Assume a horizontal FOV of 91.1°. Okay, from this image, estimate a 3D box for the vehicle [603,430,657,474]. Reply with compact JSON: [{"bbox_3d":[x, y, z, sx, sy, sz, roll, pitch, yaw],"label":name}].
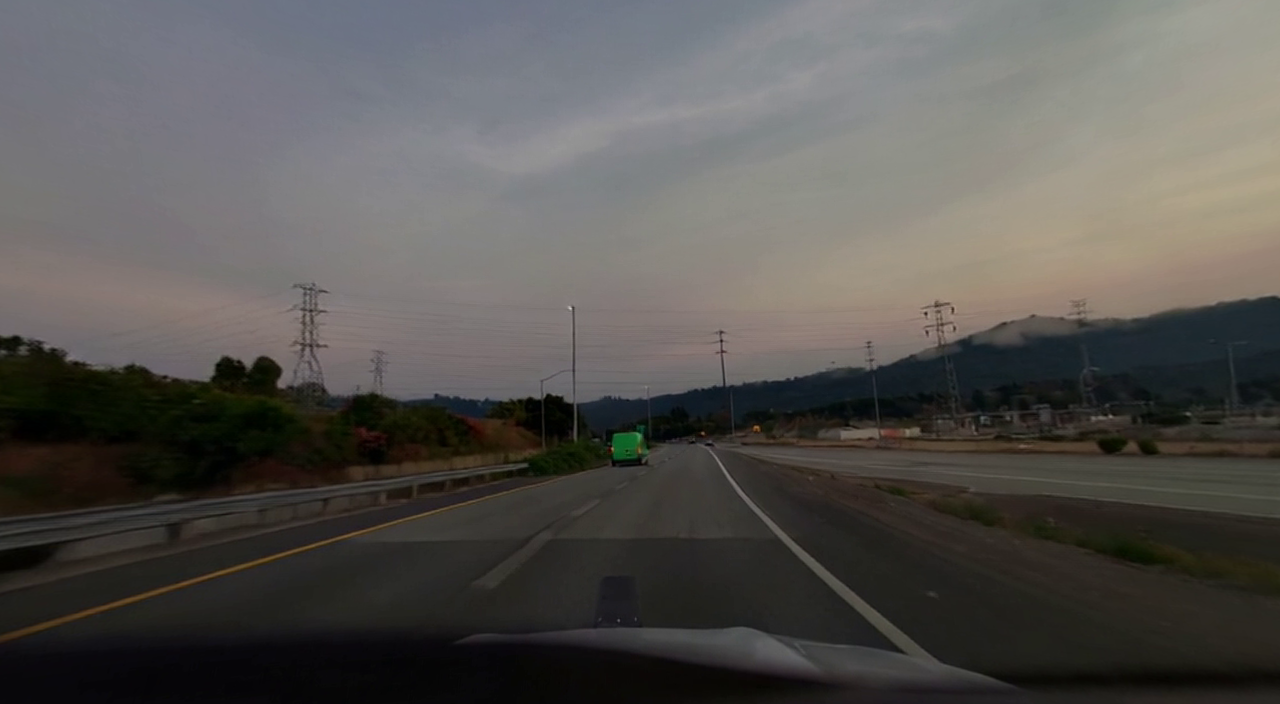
[{"bbox_3d":[-0.424,5.077,32.090,2.270,2.023,4.632,-1,-9,5],"label":"vehicle"}]
